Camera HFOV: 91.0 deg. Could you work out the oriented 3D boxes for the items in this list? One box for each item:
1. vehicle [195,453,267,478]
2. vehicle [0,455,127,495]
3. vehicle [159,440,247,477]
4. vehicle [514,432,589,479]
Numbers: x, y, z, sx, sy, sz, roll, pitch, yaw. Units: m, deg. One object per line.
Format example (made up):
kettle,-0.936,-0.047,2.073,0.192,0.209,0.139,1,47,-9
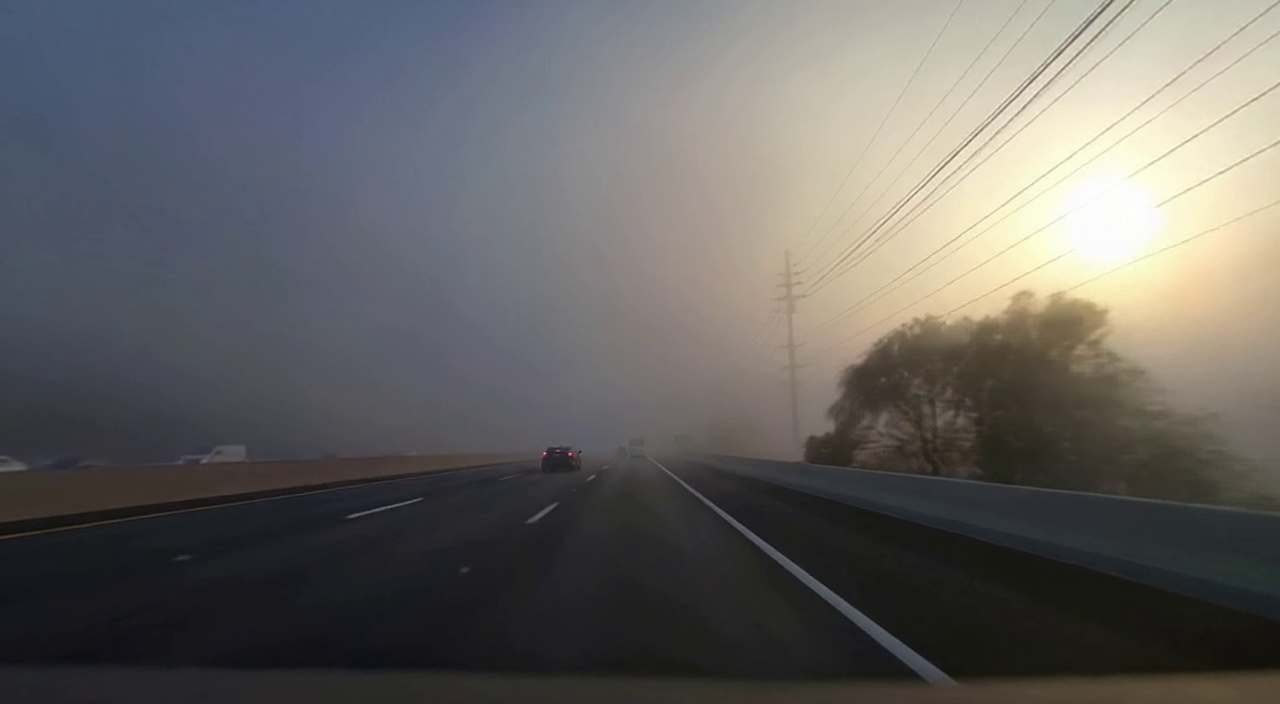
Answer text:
vehicle,-28.524,7.899,44.109,1.900,1.602,4.646,0,-9,0
vehicle,-24.572,5.149,26.706,1.841,1.514,4.484,0,-9,0
vehicle,-32.919,8.005,47.745,2.315,2.592,5.954,0,-9,0
vehicle,-3.898,4.741,28.927,2.577,1.939,5.408,0,-9,1
